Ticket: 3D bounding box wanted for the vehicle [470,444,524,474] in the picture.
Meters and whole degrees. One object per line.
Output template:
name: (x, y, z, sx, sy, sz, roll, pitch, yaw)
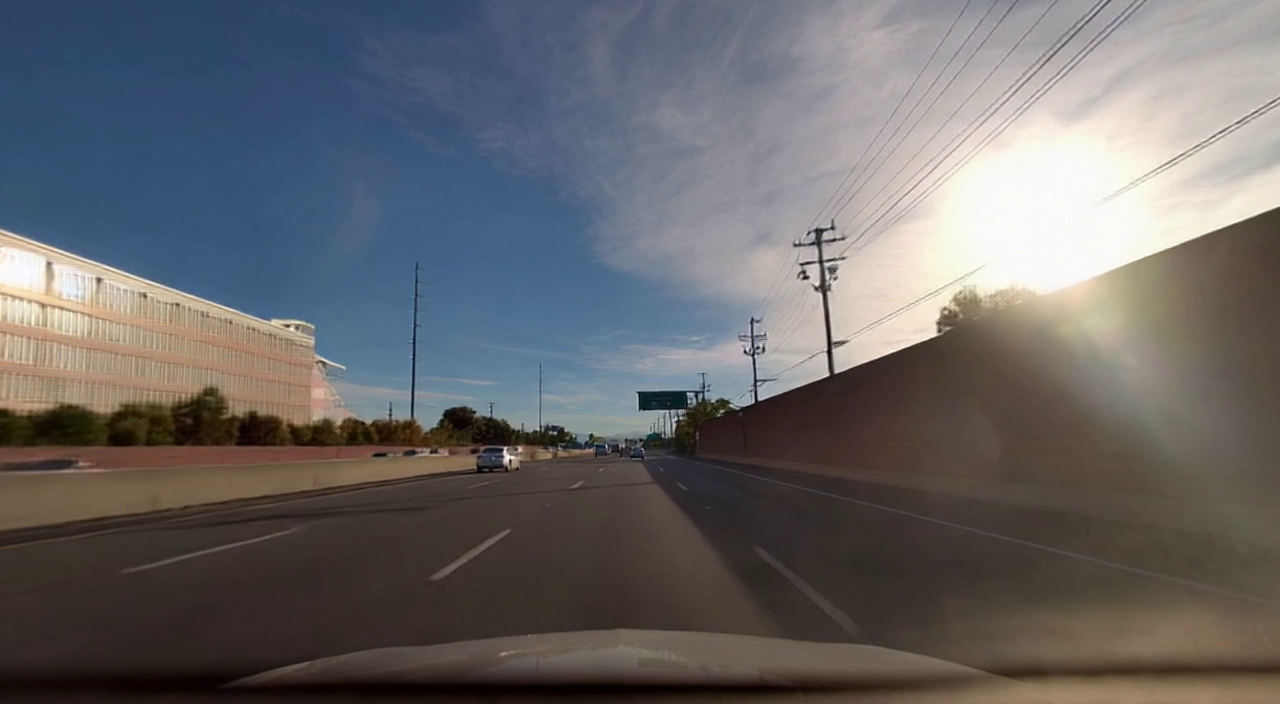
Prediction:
vehicle: (-7.837, 5.889, 35.023, 2.013, 1.574, 3.923, 0, -8, 0)
